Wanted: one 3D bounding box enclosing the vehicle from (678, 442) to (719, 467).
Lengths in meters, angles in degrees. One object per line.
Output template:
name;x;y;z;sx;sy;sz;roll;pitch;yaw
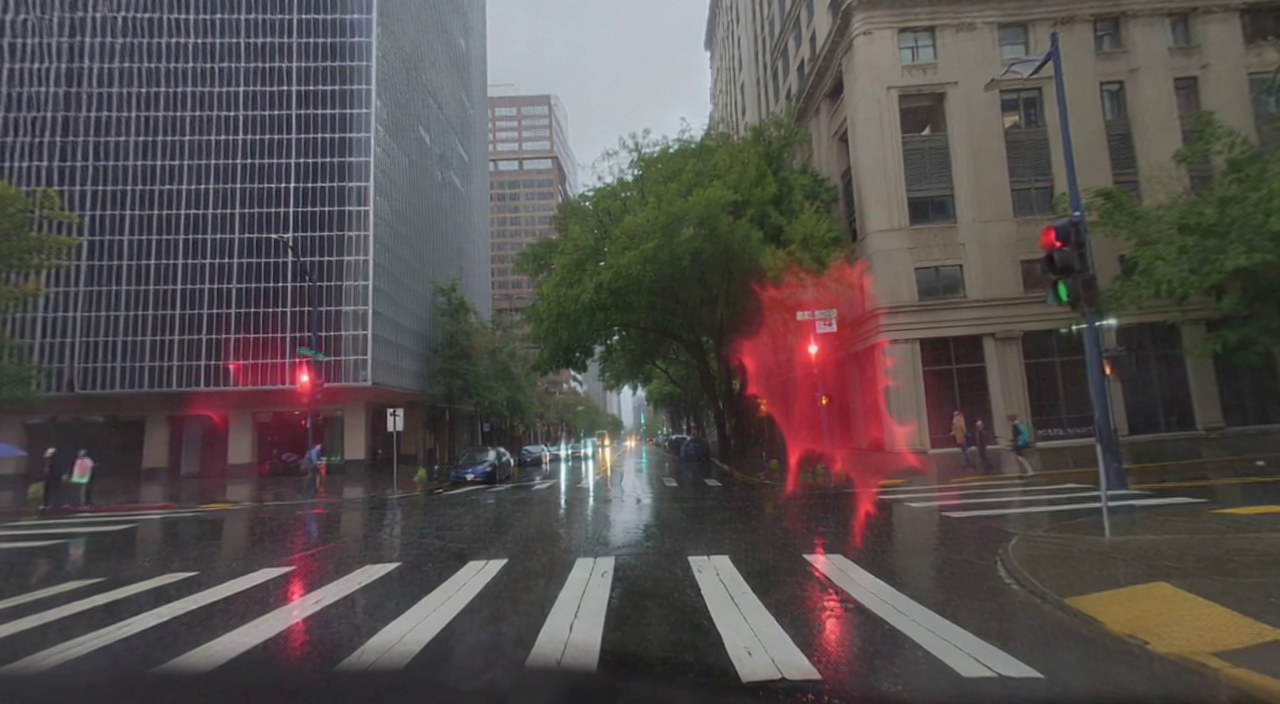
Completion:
vehicle;3.538;6.281;38.861;1.853;1.426;4.160;1;-8;-3

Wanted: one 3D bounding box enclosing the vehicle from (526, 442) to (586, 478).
vehicle;-3.671;4.818;28.472;1.989;1.481;4.500;0;-8;1

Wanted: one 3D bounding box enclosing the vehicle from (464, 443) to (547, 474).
vehicle;-8.037;6.375;38.003;1.963;1.726;4.526;-8;-12;44
